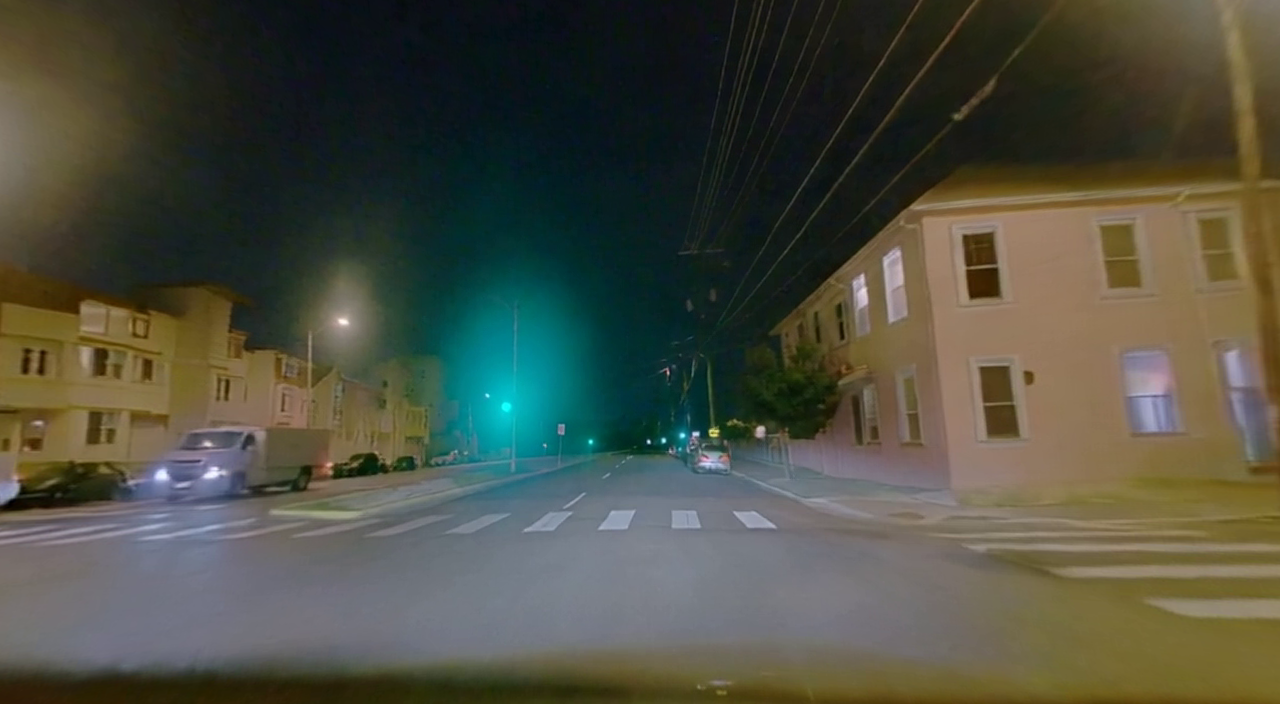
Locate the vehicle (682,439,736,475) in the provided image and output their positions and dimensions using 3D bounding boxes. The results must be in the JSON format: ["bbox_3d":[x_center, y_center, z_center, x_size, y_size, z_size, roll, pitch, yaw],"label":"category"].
[{"bbox_3d":[3.124,4.862,29.361,1.986,1.491,4.500,0,-9,0],"label":"vehicle"}]

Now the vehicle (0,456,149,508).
[{"bbox_3d":[-19.295,4.300,21.310,1.751,1.487,4.514,0,-9,-1],"label":"vehicle"}]

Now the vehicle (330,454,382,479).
[{"bbox_3d":[-18.686,7.516,41.582,1.652,1.478,3.682,0,-8,1],"label":"vehicle"}]

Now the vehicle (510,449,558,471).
[{"bbox_3d":[-5.954,6.104,35.636,1.925,1.016,2.951,-2,-6,6],"label":"vehicle"}]

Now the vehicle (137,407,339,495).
[{"bbox_3d":[-16.169,4.116,26.354,2.979,3.071,7.978,0,-9,1],"label":"vehicle"}]
